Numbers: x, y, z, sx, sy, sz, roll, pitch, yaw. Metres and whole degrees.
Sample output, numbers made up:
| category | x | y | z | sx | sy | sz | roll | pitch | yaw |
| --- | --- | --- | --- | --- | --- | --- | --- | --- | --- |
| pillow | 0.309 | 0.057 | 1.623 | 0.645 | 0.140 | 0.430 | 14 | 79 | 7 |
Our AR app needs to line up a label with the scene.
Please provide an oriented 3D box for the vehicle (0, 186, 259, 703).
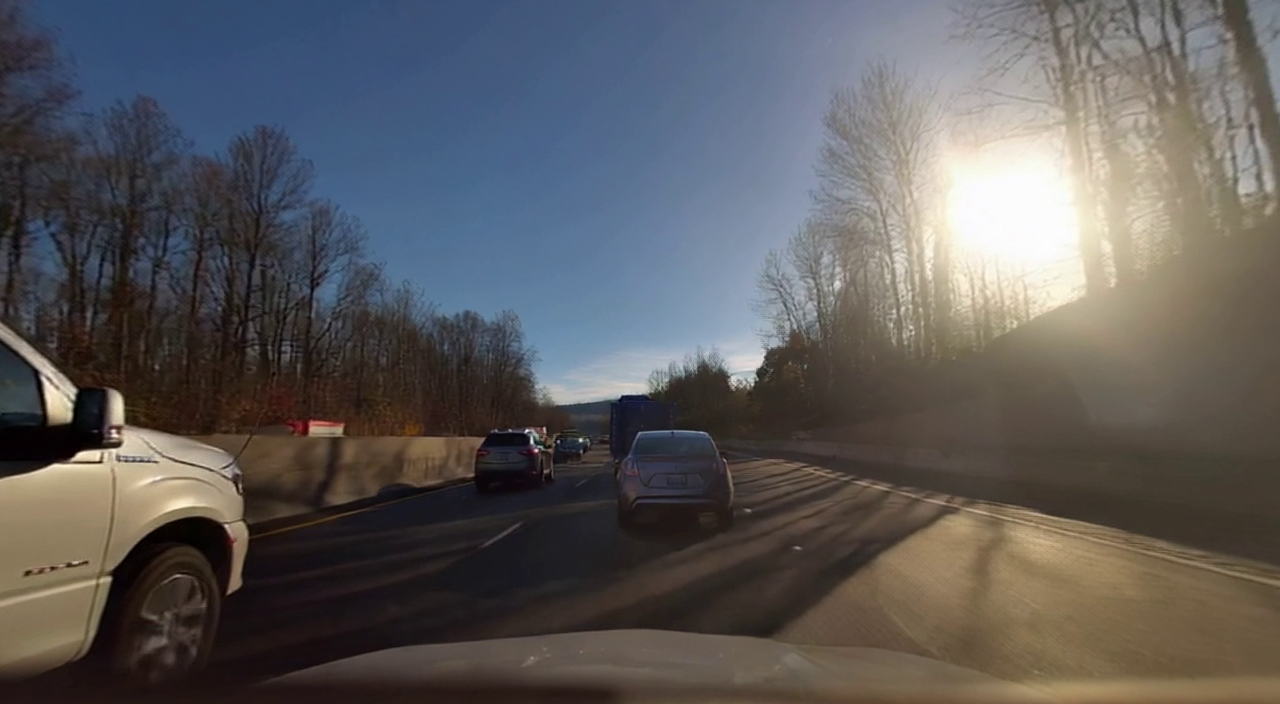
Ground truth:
| category | x | y | z | sx | sy | sz | roll | pitch | yaw |
| --- | --- | --- | --- | --- | --- | --- | --- | --- | --- |
| vehicle | -4.054 | 0.332 | 1.594 | 2.386 | 2.435 | 5.831 | 0 | -8 | 1 |

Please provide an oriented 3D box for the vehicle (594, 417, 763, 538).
| category | x | y | z | sx | sy | sz | roll | pitch | yaw |
| --- | --- | --- | --- | --- | --- | --- | --- | --- | --- |
| vehicle | 0.544 | 1.841 | 9.945 | 2.089 | 1.485 | 4.153 | 0 | -8 | 2 |

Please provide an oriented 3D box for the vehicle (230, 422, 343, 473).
| category | x | y | z | sx | sy | sz | roll | pitch | yaw |
| --- | --- | --- | --- | --- | --- | --- | --- | --- | --- |
| vehicle | -18.293 | 4.954 | 33.001 | 2.305 | 2.396 | 5.841 | 0 | -8 | 2 |

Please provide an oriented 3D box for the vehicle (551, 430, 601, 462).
| category | x | y | z | sx | sy | sz | roll | pitch | yaw |
| --- | --- | --- | --- | --- | --- | --- | --- | --- | --- |
| vehicle | -3.143 | 4.737 | 31.786 | 1.980 | 1.491 | 3.655 | -1 | -8 | 3 |

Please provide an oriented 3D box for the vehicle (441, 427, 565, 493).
| category | x | y | z | sx | sy | sz | roll | pitch | yaw |
| --- | --- | --- | --- | --- | --- | --- | --- | --- | --- |
| vehicle | -3.363 | 2.740 | 16.418 | 2.087 | 1.457 | 4.313 | 0 | -8 | 2 |
